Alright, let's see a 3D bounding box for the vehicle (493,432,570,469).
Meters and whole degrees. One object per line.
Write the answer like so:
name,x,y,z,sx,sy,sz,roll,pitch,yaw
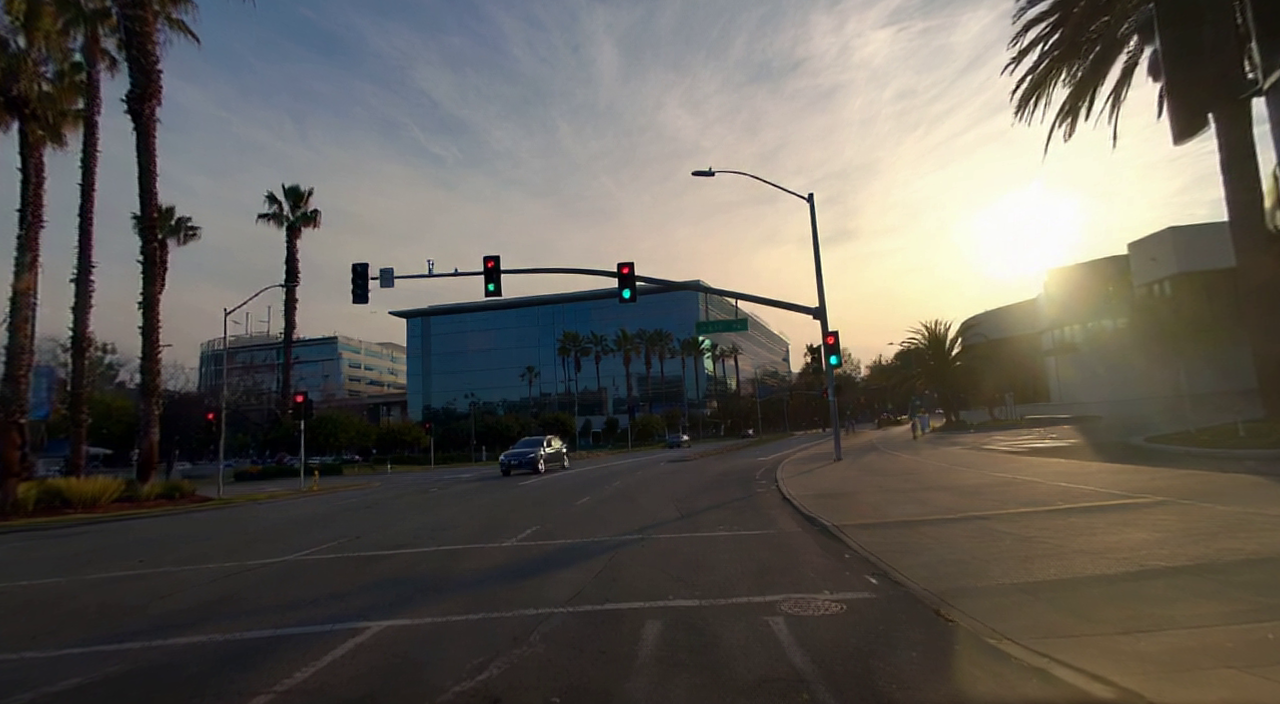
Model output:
vehicle,-5.666,5.239,33.634,2.181,1.792,4.648,-3,-9,16
